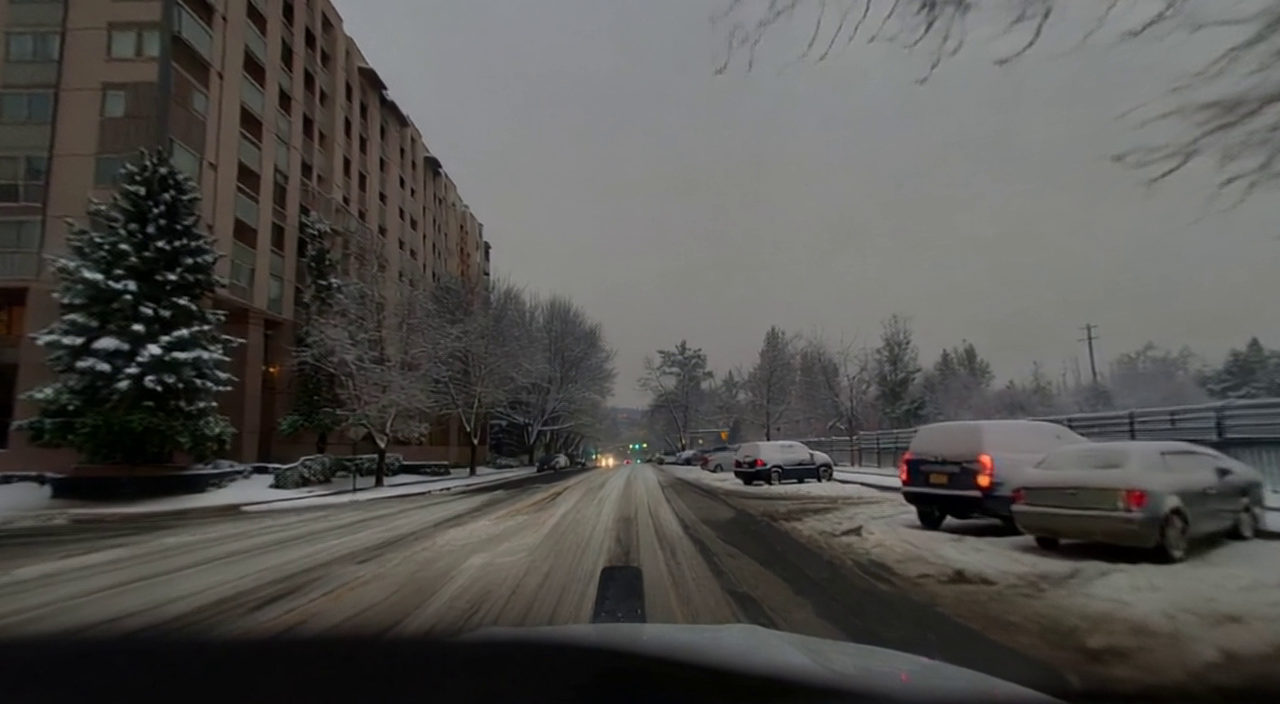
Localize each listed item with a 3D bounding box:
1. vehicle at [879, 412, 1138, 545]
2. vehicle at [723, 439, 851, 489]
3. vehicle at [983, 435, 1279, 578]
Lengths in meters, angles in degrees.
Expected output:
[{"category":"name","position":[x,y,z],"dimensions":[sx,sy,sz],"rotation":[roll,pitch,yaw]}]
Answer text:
[{"category":"vehicle","position":[6.817,2.204,11.539],"dimensions":[4.892,1.927,2.065],"rotation":[6,-11,-35]},{"category":"vehicle","position":[6.382,4.780,27.314],"dimensions":[5.061,1.829,2.274],"rotation":[2,-10,-29]},{"category":"vehicle","position":[6.939,1.937,8.661],"dimensions":[4.402,1.474,1.957],"rotation":[6,-11,-33]}]
